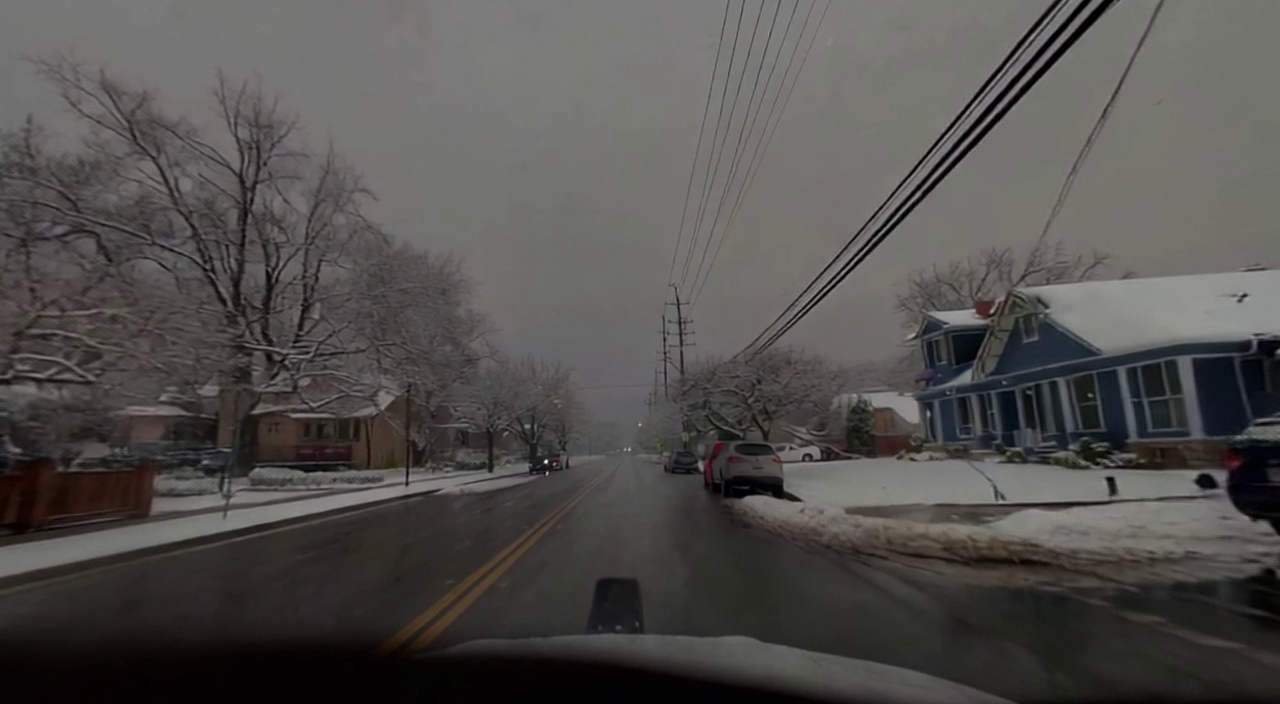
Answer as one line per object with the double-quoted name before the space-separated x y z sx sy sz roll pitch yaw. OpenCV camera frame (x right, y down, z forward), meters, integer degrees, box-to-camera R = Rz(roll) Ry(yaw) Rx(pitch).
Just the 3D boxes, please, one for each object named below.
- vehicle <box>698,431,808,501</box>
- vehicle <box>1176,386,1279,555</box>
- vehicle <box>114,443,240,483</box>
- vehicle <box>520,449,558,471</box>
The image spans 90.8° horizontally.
"vehicle" 3.284 3.448 19.603 2.114 1.858 5.144 0 -9 -4
"vehicle" 9.535 1.284 6.951 5.490 1.774 1.867 0 -9 0
"vehicle" -22.151 5.315 30.548 2.139 1.746 5.099 0 -9 1
"vehicle" -7.460 8.050 47.193 1.956 1.515 4.607 -1 -9 1
